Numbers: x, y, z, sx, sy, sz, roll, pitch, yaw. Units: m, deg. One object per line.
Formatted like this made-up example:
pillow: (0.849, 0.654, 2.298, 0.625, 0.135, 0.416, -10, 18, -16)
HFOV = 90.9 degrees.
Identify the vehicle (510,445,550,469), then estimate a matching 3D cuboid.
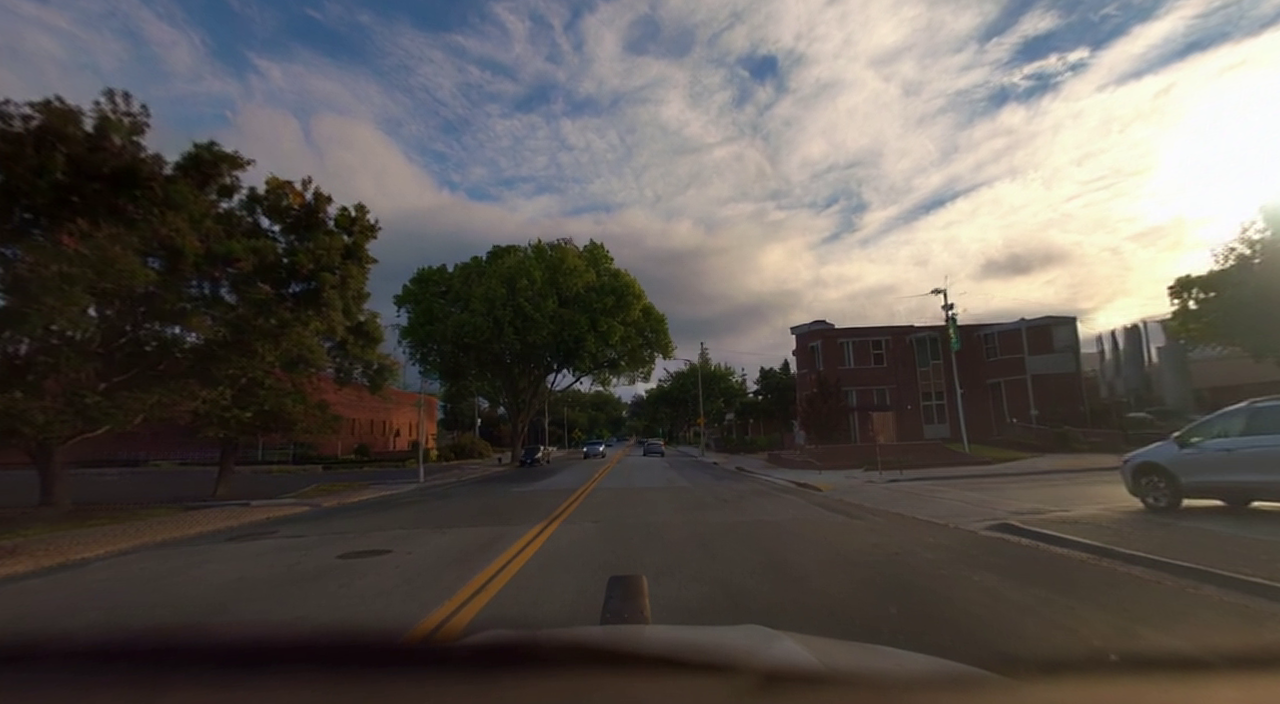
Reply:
vehicle: (-7.230, 6.946, 41.960, 1.930, 1.463, 4.195, -1, -8, 0)

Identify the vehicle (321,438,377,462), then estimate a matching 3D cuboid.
vehicle: (-21.362, 7.206, 46.488, 1.906, 1.596, 4.599, -1, -8, 1)

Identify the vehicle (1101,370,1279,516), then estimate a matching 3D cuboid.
vehicle: (9.174, 1.253, 8.667, 2.018, 1.840, 4.662, 0, -9, -1)
